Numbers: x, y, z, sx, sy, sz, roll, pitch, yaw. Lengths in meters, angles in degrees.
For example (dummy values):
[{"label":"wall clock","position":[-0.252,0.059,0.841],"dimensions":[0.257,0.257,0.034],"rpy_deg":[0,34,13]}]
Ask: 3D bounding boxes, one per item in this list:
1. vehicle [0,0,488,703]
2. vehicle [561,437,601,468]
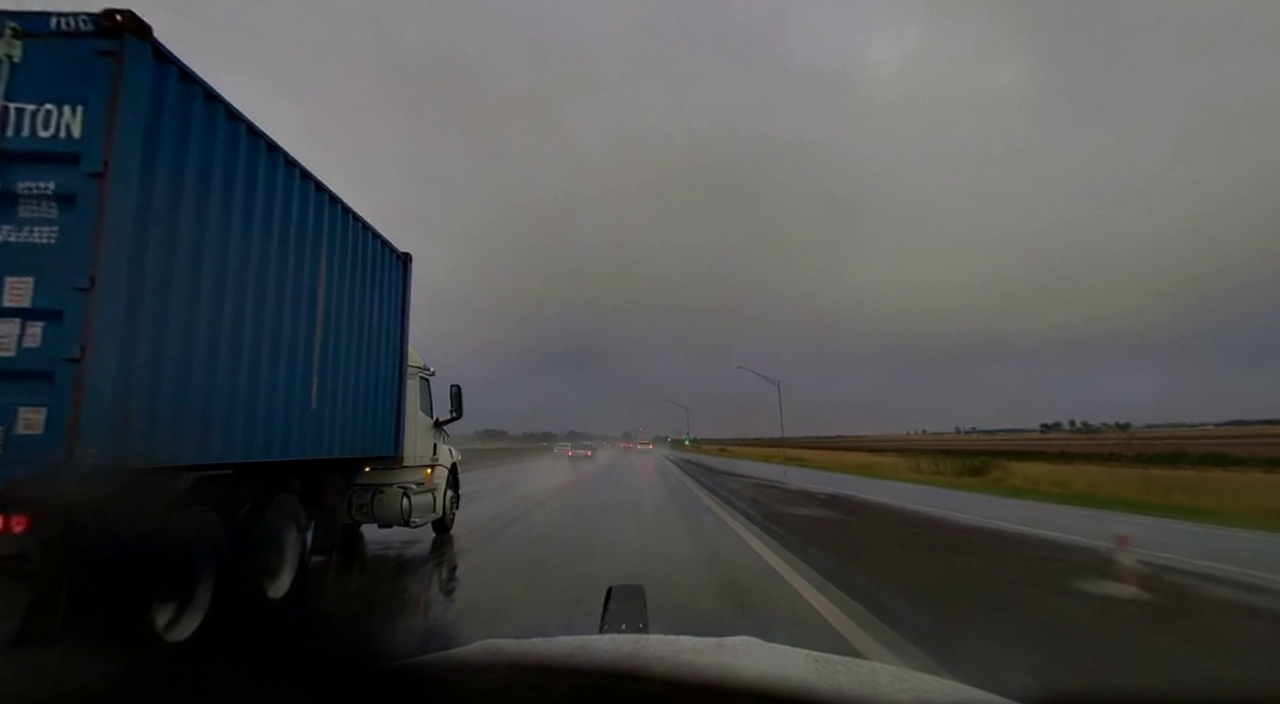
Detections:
[{"label":"vehicle","position":[-4.017,0.256,6.427],"dimensions":[2.987,3.868,7.576],"rpy_deg":[0,-8,0]},{"label":"vehicle","position":[-3.587,6.203,39.061],"dimensions":[1.995,1.745,4.187],"rpy_deg":[0,-8,1]}]
